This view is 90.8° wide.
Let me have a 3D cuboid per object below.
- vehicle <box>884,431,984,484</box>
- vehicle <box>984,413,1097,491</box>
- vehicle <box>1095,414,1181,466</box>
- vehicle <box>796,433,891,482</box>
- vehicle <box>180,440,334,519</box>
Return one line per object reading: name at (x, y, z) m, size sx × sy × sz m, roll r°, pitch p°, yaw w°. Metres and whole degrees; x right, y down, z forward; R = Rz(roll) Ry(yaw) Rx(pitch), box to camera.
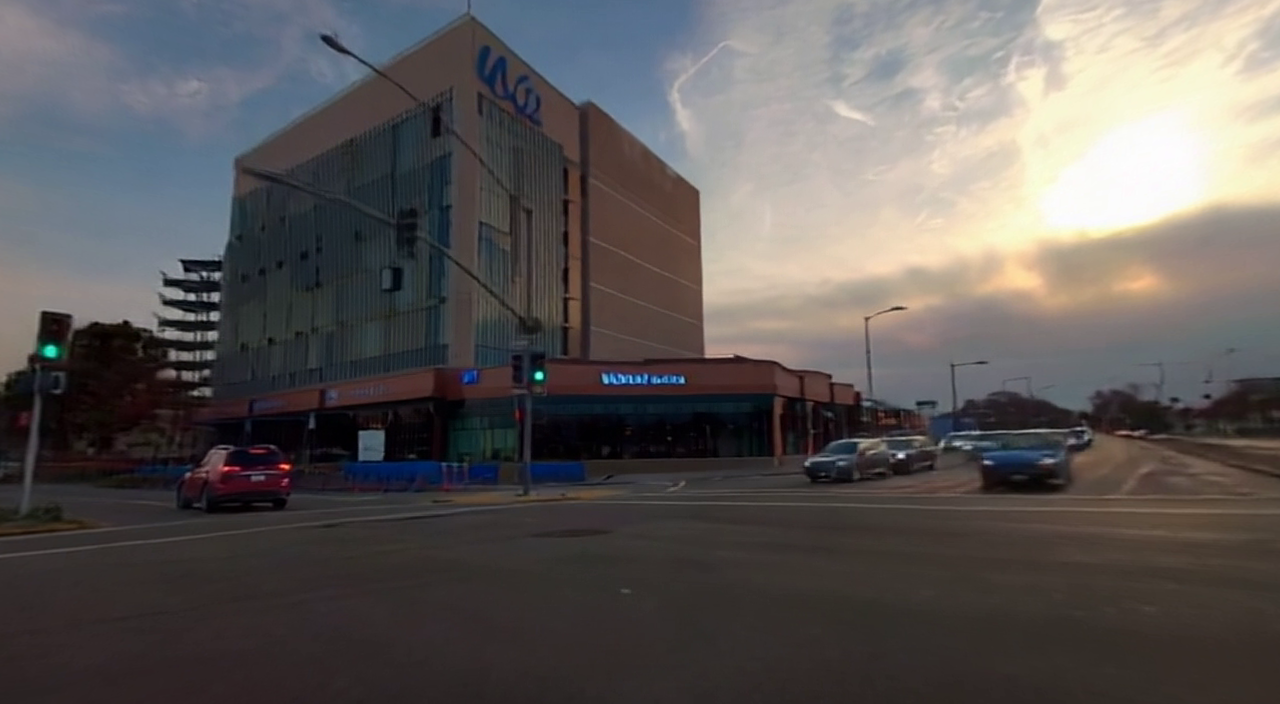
vehicle at (9.832, 3.453, 20.936) m, size 2.163 × 1.529 × 4.210 m, roll -6°, pitch -10°, yaw 35°
vehicle at (11.013, 2.684, 17.194) m, size 2.162 × 1.788 × 4.602 m, roll -6°, pitch -10°, yaw 35°
vehicle at (22.989, 4.088, 29.430) m, size 2.453 × 2.122 × 5.431 m, roll -5°, pitch -9°, yaw 32°
vehicle at (7.602, 3.846, 23.350) m, size 2.005 × 1.596 × 4.342 m, roll -6°, pitch -10°, yaw 36°
vehicle at (-10.158, 3.231, 16.616) m, size 4.445 × 1.762 × 2.238 m, roll -8°, pitch -12°, yaw 43°
